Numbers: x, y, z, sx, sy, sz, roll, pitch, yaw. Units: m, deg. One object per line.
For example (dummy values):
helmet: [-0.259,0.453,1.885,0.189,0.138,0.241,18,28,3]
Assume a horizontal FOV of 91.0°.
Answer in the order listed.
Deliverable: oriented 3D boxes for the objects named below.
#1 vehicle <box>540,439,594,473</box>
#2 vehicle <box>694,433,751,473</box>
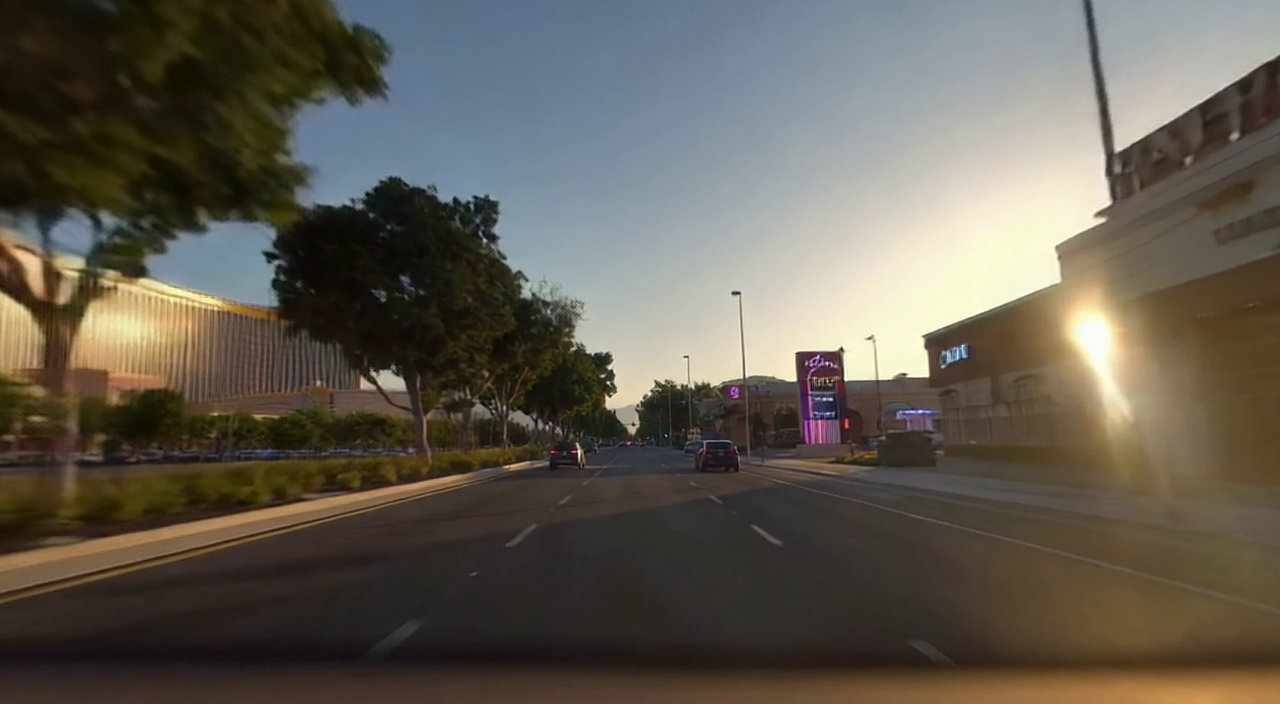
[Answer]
vehicle: [-3.324,4.815,29.485,2.005,1.477,4.169,0,-8,0]
vehicle: [3.916,4.857,30.566,2.083,1.743,4.354,0,-8,-1]
